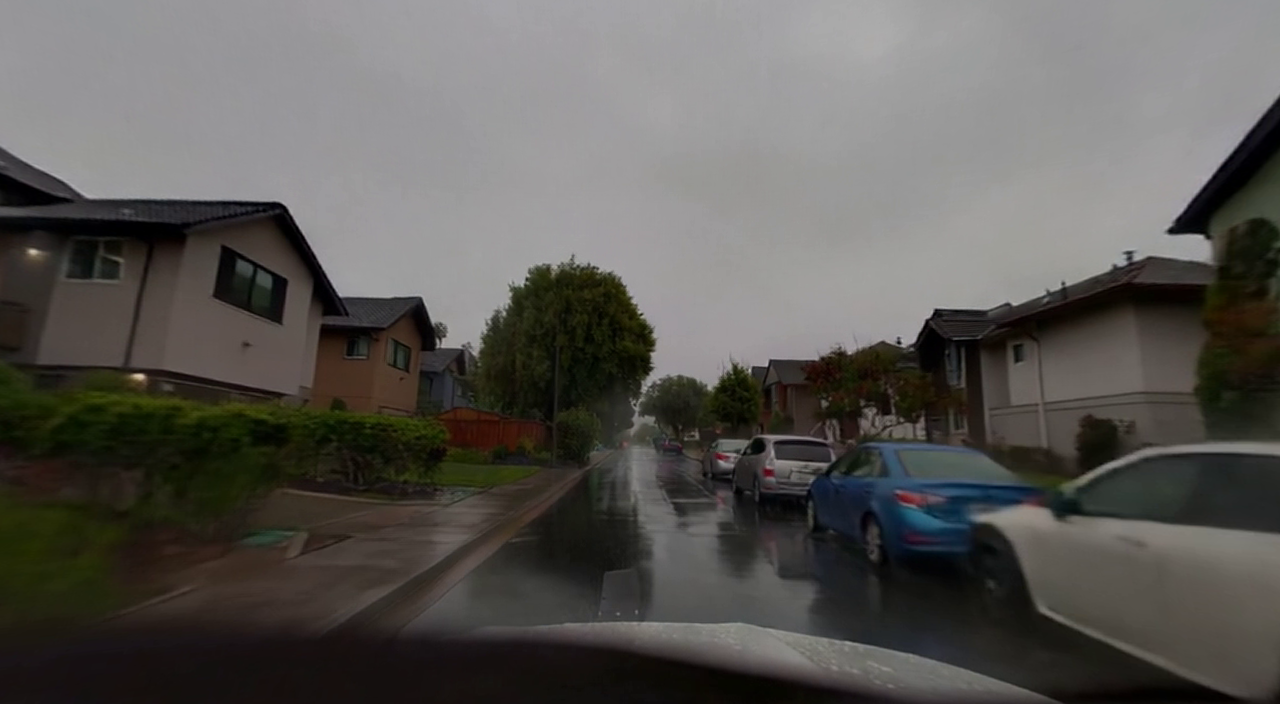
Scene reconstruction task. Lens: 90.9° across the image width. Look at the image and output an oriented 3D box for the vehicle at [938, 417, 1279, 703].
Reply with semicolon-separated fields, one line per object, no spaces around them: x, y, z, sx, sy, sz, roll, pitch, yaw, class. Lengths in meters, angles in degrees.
3.318;1.096;3.034;2.036;1.510;3.505;0;-7;0;vehicle
